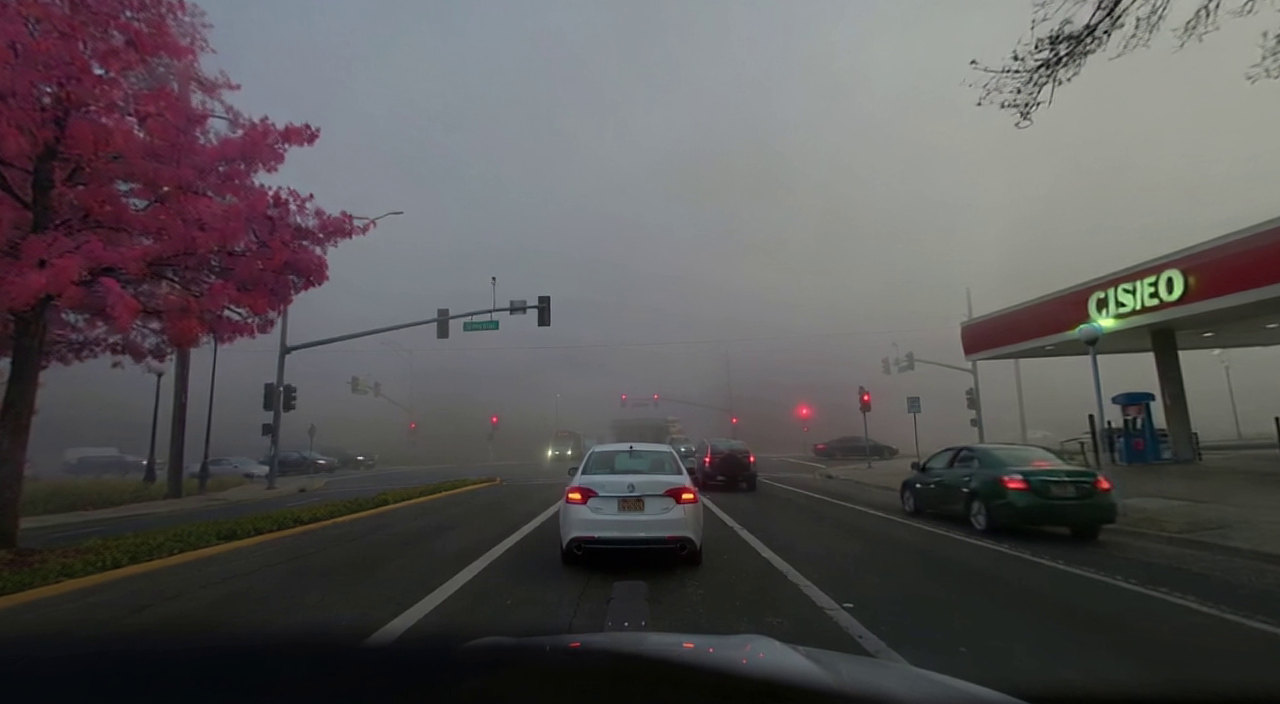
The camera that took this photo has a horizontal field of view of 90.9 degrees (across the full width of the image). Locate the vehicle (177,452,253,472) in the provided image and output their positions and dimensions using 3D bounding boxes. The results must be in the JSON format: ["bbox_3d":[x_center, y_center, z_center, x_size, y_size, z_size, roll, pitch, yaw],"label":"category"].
[{"bbox_3d":[-31.731,8.182,47.074,4.466,1.438,1.837,-1,-8,5],"label":"vehicle"}]

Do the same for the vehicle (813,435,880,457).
[{"bbox_3d":[15.141,6.894,46.206,4.458,1.510,1.947,-4,-9,24],"label":"vehicle"}]

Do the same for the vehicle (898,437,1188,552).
[{"bbox_3d":[6.266,2.217,10.612,1.942,1.511,4.390,0,-8,0],"label":"vehicle"}]

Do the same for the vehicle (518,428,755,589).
[{"bbox_3d":[-0.055,1.762,7.993,2.213,1.482,4.057,0,-8,-1],"label":"vehicle"}]

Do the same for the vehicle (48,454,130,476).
[{"bbox_3d":[-40.077,8.224,45.896,4.609,1.465,1.944,-2,-8,11],"label":"vehicle"}]
